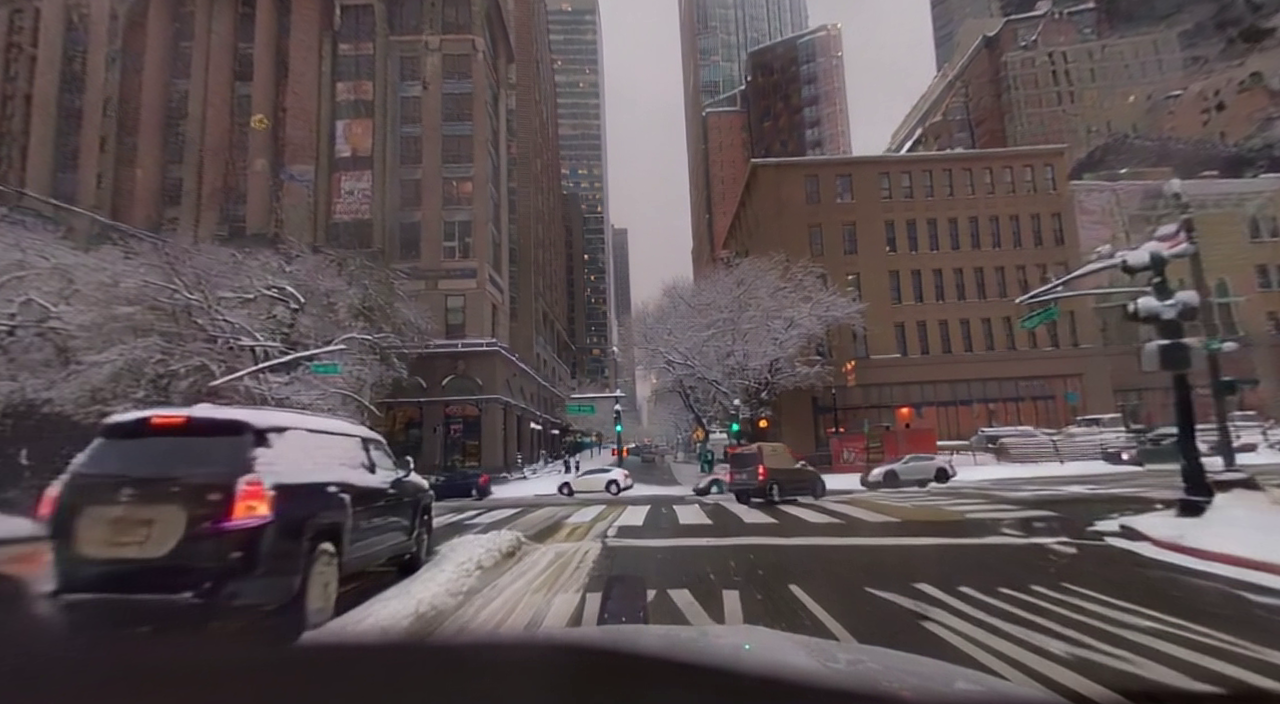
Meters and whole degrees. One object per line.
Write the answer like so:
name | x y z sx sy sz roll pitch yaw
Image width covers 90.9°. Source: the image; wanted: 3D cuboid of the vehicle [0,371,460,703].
vehicle | -3.497 1.351 5.745 2.316 1.769 4.871 0 -9 -1

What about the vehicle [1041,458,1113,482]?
vehicle | 29.570 8.000 42.744 3.522 1.546 1.721 0 -9 -1

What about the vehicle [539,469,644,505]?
vehicle | -2.349 6.546 30.877 4.766 1.502 1.891 5 -10 -29

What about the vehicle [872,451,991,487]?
vehicle | 14.027 5.621 30.529 4.749 1.624 1.926 0 -9 -1

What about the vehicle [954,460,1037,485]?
vehicle | 23.846 8.101 42.411 4.418 1.556 1.814 0 -9 1

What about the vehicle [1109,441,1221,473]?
vehicle | 28.165 5.639 33.914 4.291 1.606 1.859 0 -9 0

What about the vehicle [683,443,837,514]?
vehicle | 3.654 3.556 18.428 2.328 1.746 5.072 -7 -11 37
